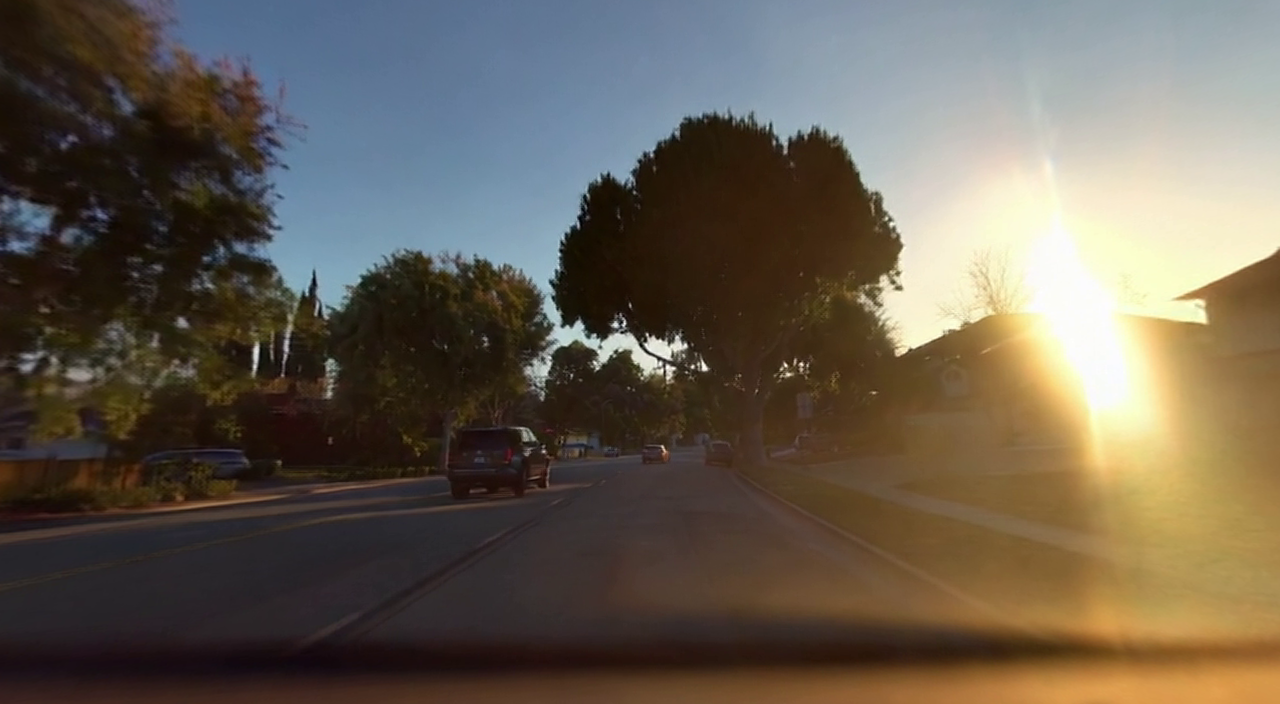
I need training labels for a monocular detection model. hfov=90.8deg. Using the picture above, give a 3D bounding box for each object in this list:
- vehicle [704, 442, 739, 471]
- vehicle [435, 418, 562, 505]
[{"bbox_3d":[5.100,6.444,39.270,2.040,1.643,4.446,-1,-9,8],"label":"vehicle"},{"bbox_3d":[-3.794,3.054,18.048,2.085,2.084,5.133,-1,-8,4],"label":"vehicle"}]
